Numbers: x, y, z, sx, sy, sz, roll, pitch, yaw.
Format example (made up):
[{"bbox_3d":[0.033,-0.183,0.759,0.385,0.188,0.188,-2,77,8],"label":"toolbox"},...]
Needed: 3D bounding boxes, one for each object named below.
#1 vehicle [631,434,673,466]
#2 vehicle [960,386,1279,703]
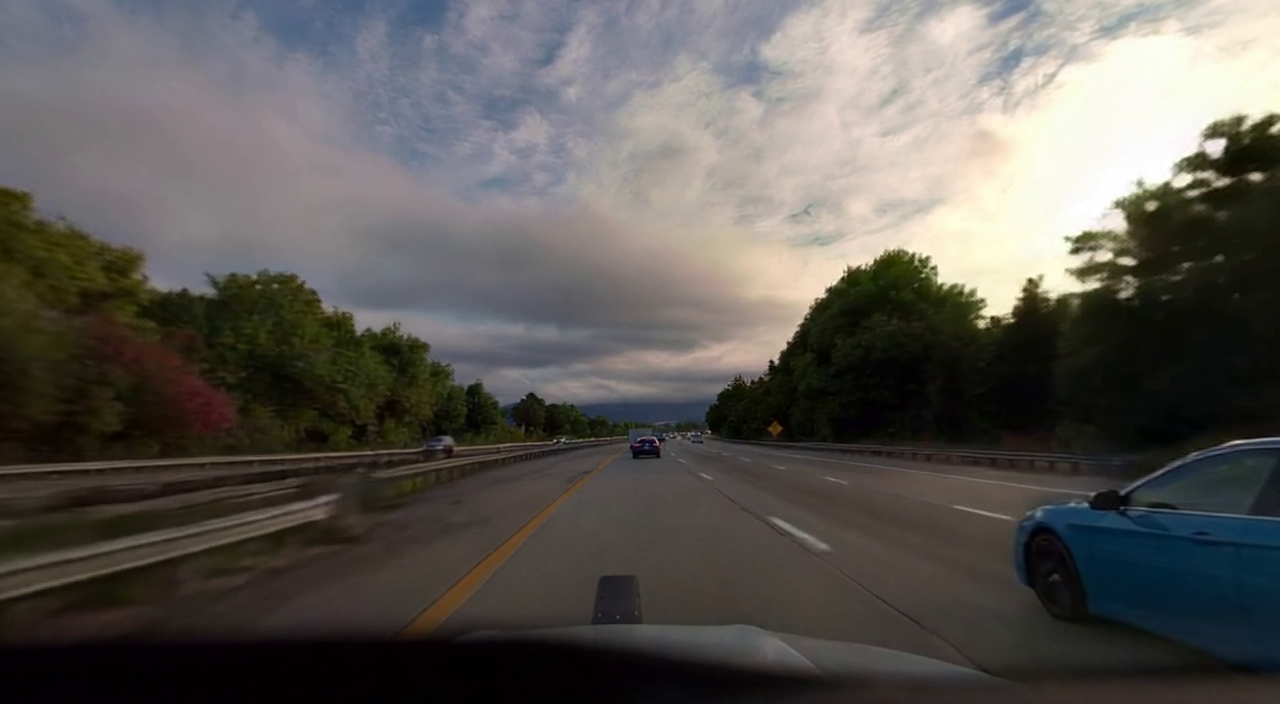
[{"bbox_3d":[0.578,5.053,32.723,2.046,1.526,3.903,0,-8,0],"label":"vehicle"},{"bbox_3d":[3.474,0.888,2.555,1.981,1.467,4.459,0,-8,0],"label":"vehicle"}]
